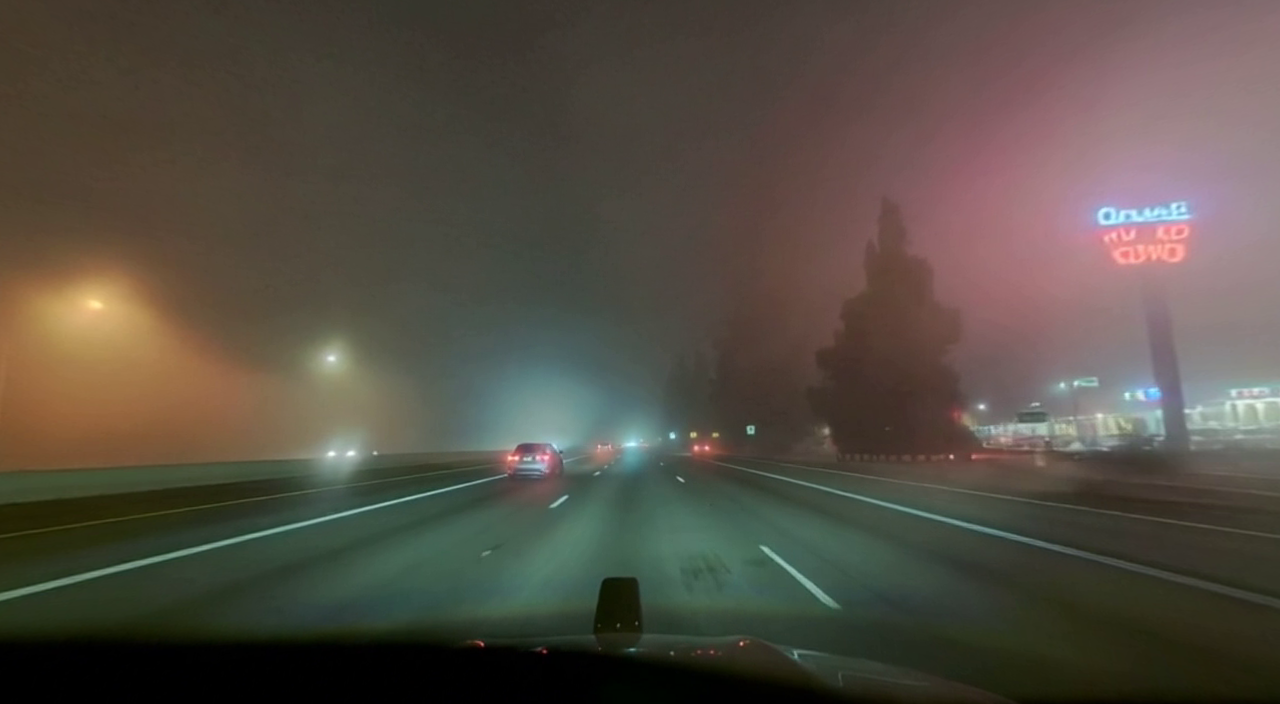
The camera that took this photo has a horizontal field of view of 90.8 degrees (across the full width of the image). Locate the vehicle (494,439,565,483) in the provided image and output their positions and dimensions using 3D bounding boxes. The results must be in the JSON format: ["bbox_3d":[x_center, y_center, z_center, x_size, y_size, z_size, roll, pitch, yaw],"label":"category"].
[{"bbox_3d":[-4.133,4.132,24.249,1.939,1.508,4.272,0,-8,0],"label":"vehicle"}]

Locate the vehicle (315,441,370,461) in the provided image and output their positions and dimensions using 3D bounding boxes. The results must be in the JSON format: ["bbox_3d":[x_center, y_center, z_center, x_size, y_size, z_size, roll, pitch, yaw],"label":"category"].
[{"bbox_3d":[-23.347,7.800,49.752,1.964,1.458,4.729,0,-8,1],"label":"vehicle"}]
